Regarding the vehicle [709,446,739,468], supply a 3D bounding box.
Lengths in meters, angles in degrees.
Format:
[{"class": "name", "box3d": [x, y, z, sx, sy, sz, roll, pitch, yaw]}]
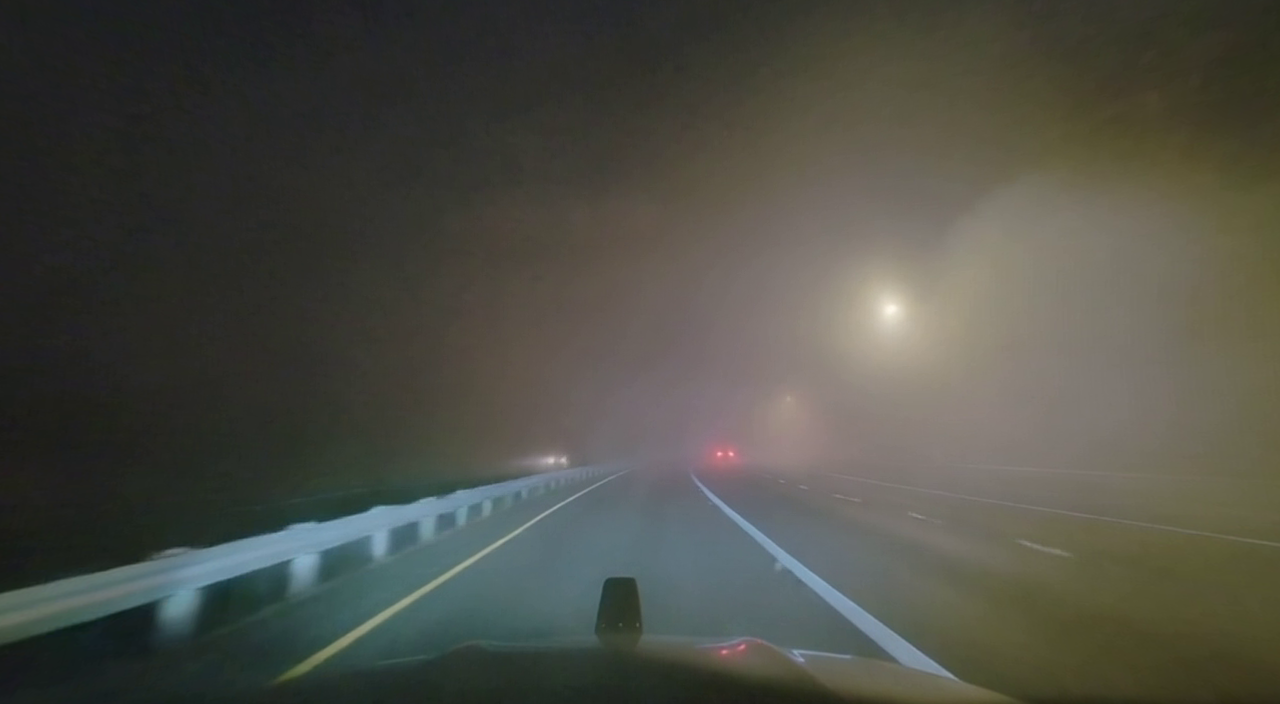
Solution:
[{"class": "vehicle", "box3d": [6.238, 7.809, 47.264, 1.874, 1.506, 4.116, -1, -9, 3]}]
